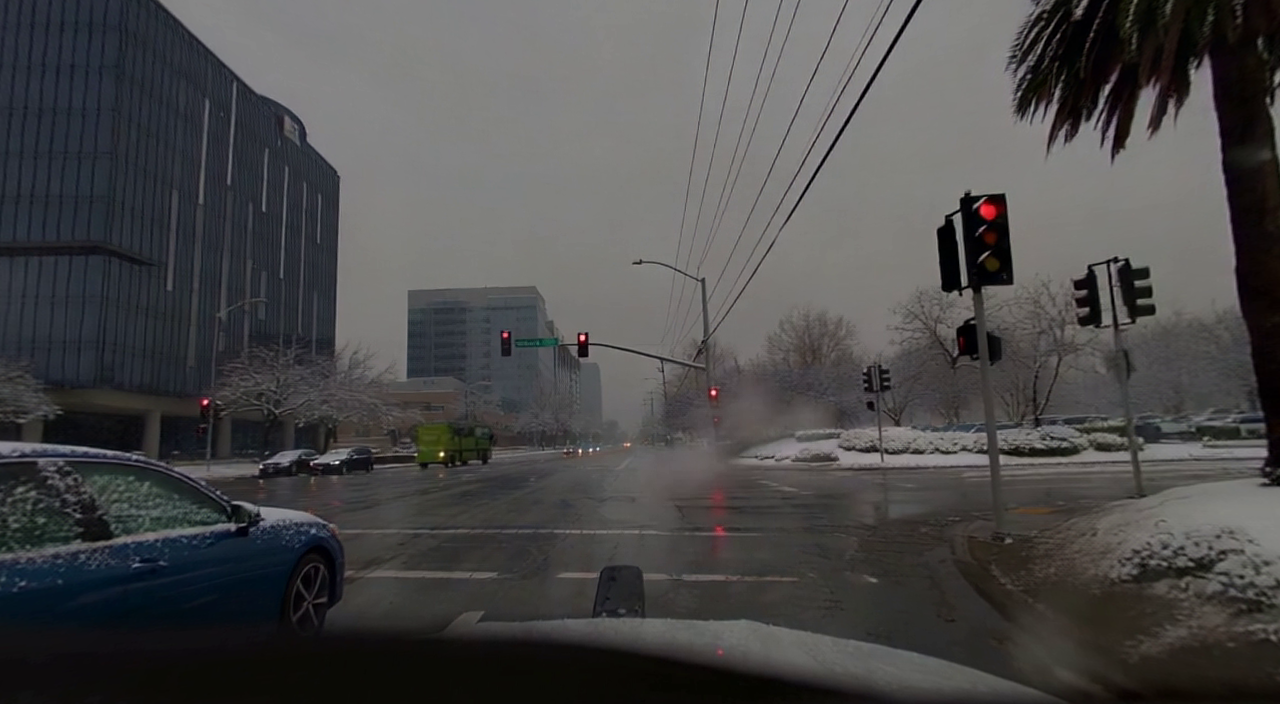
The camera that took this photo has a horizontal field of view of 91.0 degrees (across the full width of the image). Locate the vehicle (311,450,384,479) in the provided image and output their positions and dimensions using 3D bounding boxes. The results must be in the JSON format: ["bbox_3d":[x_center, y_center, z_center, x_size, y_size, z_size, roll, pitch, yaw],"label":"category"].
[{"bbox_3d":[-15.367,5.918,33.306,1.875,1.389,3.784,0,-9,3],"label":"vehicle"}]

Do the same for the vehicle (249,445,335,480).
[{"bbox_3d":[-19.094,6.060,34.839,2.017,1.739,4.569,0,-9,1],"label":"vehicle"}]
